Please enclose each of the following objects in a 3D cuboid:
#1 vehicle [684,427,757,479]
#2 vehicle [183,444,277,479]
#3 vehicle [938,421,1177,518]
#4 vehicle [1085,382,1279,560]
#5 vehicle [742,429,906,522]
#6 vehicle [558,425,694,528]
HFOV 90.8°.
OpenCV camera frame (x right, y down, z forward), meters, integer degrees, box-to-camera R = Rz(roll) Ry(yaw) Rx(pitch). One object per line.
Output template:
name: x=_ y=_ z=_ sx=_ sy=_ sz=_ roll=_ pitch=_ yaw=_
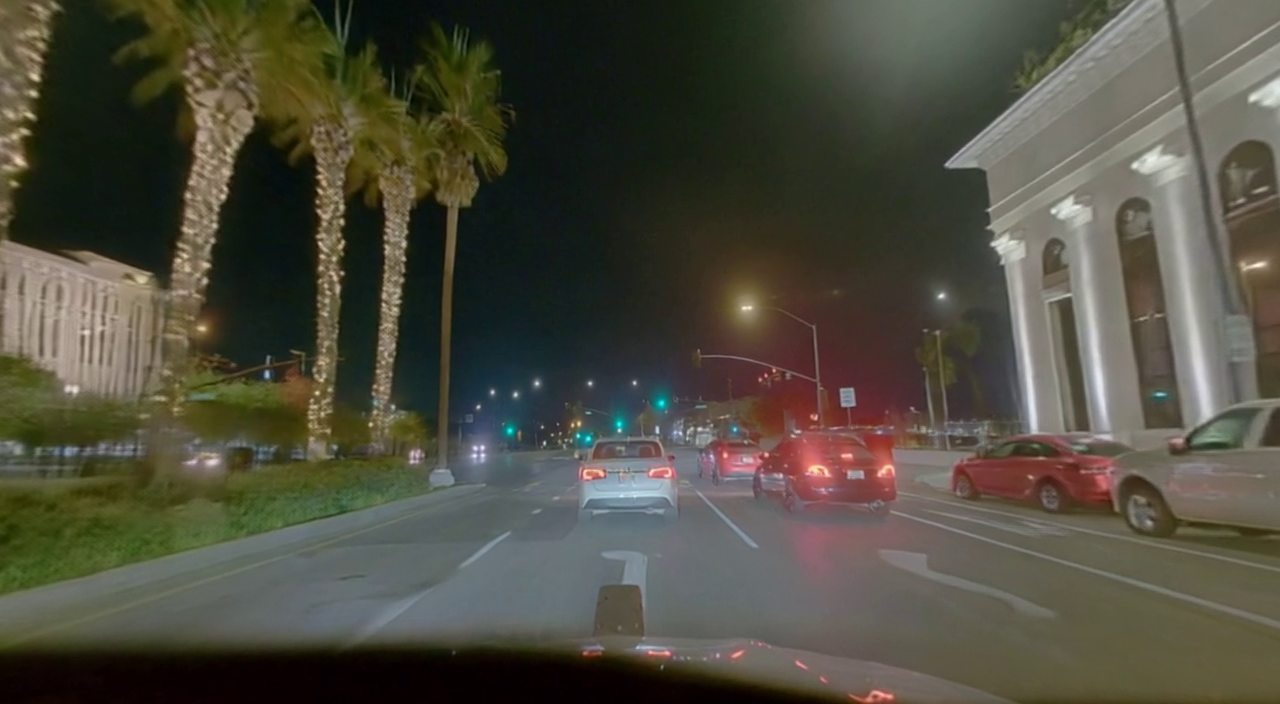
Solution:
vehicle: x=3.205 y=4.250 z=26.902 sx=2.127 sy=1.854 sz=7.971 roll=0 pitch=-8 yaw=0
vehicle: x=-21.199 y=5.647 z=32.928 sx=1.958 sy=1.675 sz=4.389 roll=0 pitch=-8 yaw=0
vehicle: x=7.873 y=2.214 z=12.506 sx=1.875 sy=1.588 sz=4.072 roll=0 pitch=-8 yaw=-1
vehicle: x=8.085 y=1.323 z=7.163 sx=2.200 sy=1.933 sz=5.123 roll=0 pitch=-7 yaw=-2
vehicle: x=3.290 y=2.287 z=12.278 sx=1.833 sy=1.465 sz=4.258 roll=0 pitch=-8 yaw=-1
vehicle: x=-0.229 y=2.160 z=11.474 sx=2.050 sy=1.521 sz=3.747 roll=0 pitch=-8 yaw=-1
